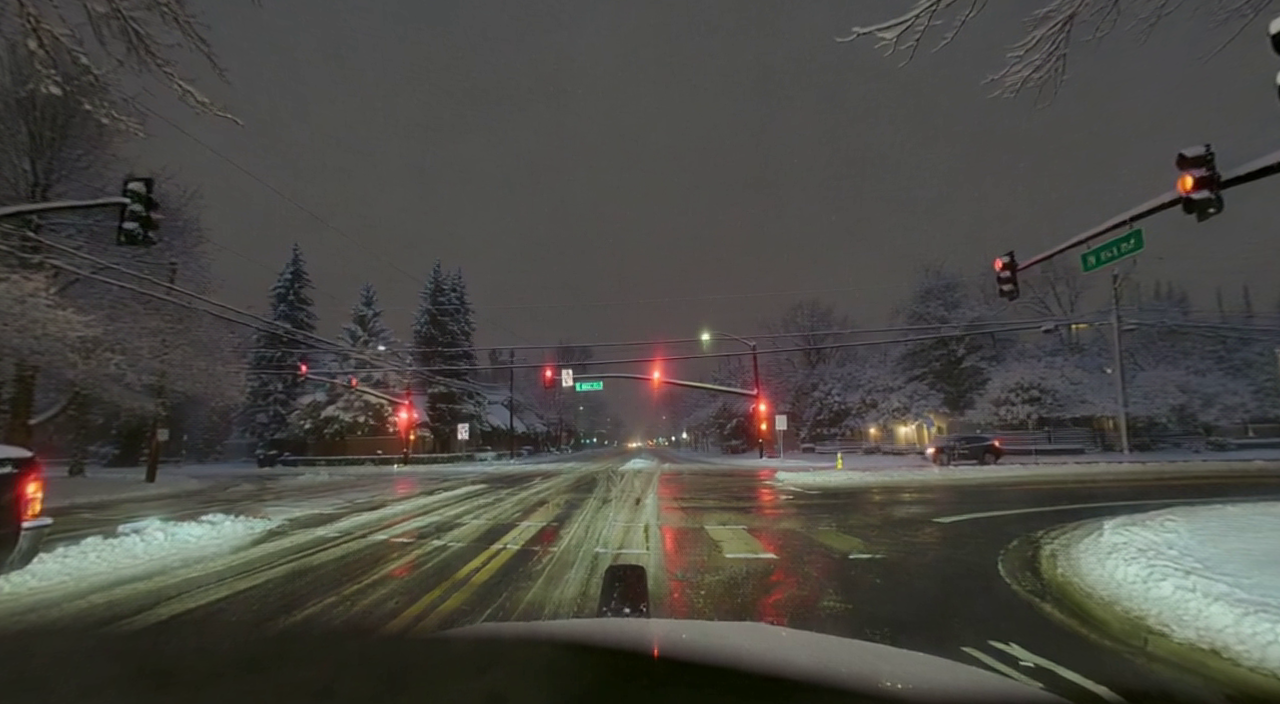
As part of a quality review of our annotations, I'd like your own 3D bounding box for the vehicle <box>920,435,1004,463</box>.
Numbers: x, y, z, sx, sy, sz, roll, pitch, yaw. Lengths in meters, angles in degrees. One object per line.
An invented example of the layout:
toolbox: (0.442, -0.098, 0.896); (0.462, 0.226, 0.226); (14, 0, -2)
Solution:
vehicle: (17.766, 5.389, 34.949); (3.952, 1.468, 1.768); (-4, -9, 22)
